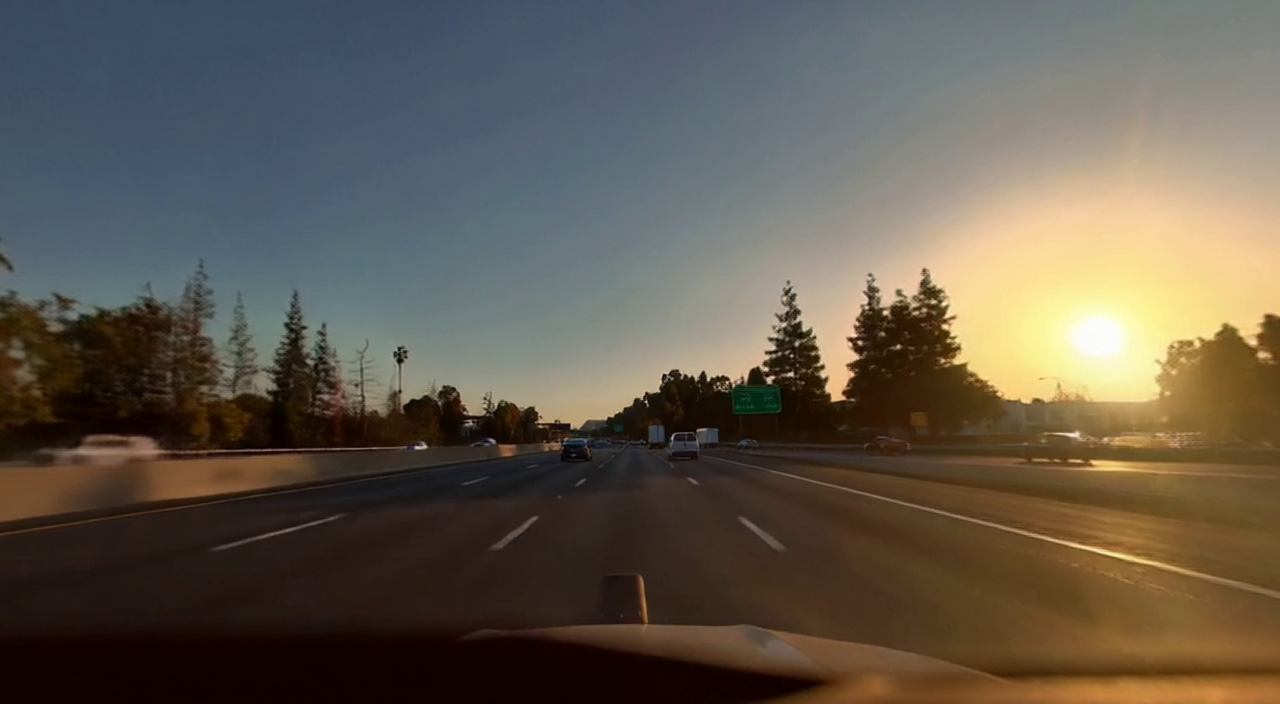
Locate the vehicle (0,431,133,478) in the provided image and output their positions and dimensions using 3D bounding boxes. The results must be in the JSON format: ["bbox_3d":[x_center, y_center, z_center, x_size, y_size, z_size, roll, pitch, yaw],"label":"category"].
[{"bbox_3d":[-21.012,3.724,23.058,1.725,1.551,3.763,0,-8,0],"label":"vehicle"}]

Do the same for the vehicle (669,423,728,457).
[{"bbox_3d":[3.888,6.363,45.164,3.042,2.004,14.051,0,-8,1],"label":"vehicle"}]

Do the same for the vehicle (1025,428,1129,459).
[{"bbox_3d":[28.155,5.936,40.727,2.139,1.881,5.005,4,-9,-25],"label":"vehicle"}]

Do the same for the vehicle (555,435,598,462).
[{"bbox_3d":[-3.644,5.658,36.938,2.066,1.500,4.415,0,-8,0],"label":"vehicle"}]
